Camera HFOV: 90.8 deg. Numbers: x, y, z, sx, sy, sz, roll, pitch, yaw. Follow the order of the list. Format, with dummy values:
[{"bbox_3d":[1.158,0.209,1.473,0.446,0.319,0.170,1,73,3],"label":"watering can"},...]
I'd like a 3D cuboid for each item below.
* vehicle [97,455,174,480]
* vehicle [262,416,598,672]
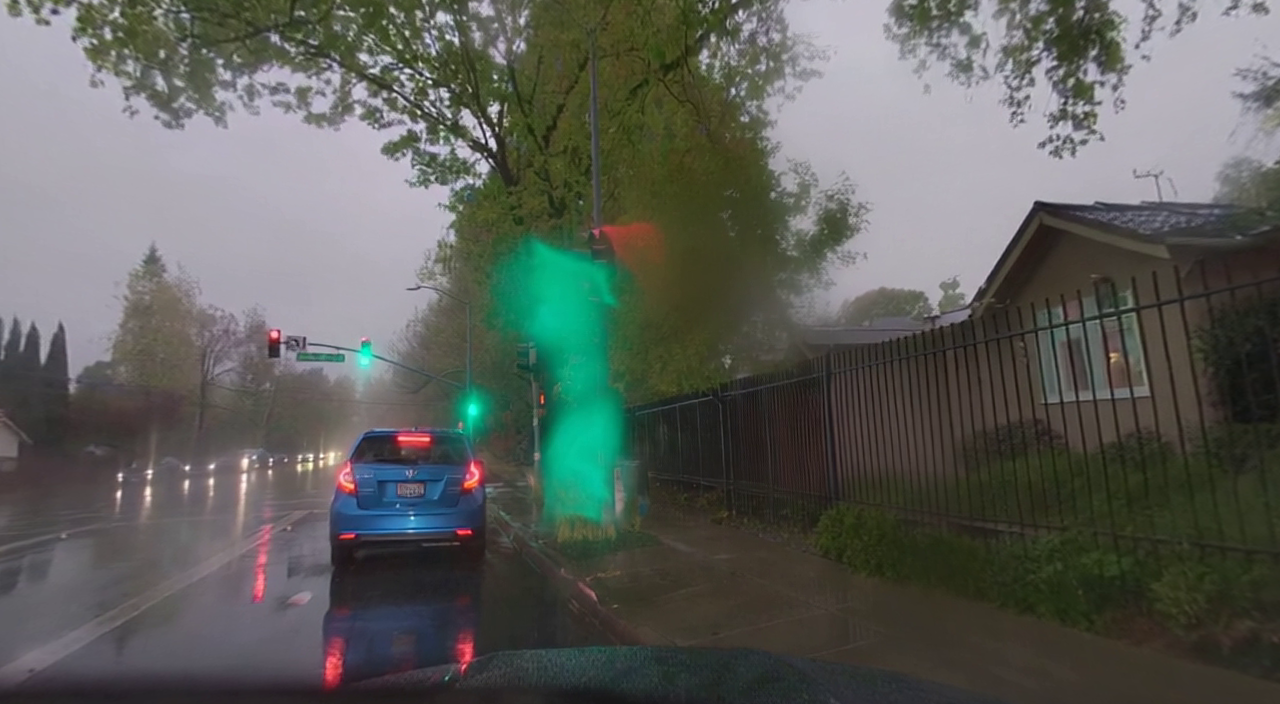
[{"bbox_3d":[-37.399,8.549,46.933,3.959,1.680,1.785,2,-9,-12],"label":"vehicle"},{"bbox_3d":[-1.825,1.445,5.879,2.024,1.502,3.702,3,-9,-17],"label":"vehicle"}]
